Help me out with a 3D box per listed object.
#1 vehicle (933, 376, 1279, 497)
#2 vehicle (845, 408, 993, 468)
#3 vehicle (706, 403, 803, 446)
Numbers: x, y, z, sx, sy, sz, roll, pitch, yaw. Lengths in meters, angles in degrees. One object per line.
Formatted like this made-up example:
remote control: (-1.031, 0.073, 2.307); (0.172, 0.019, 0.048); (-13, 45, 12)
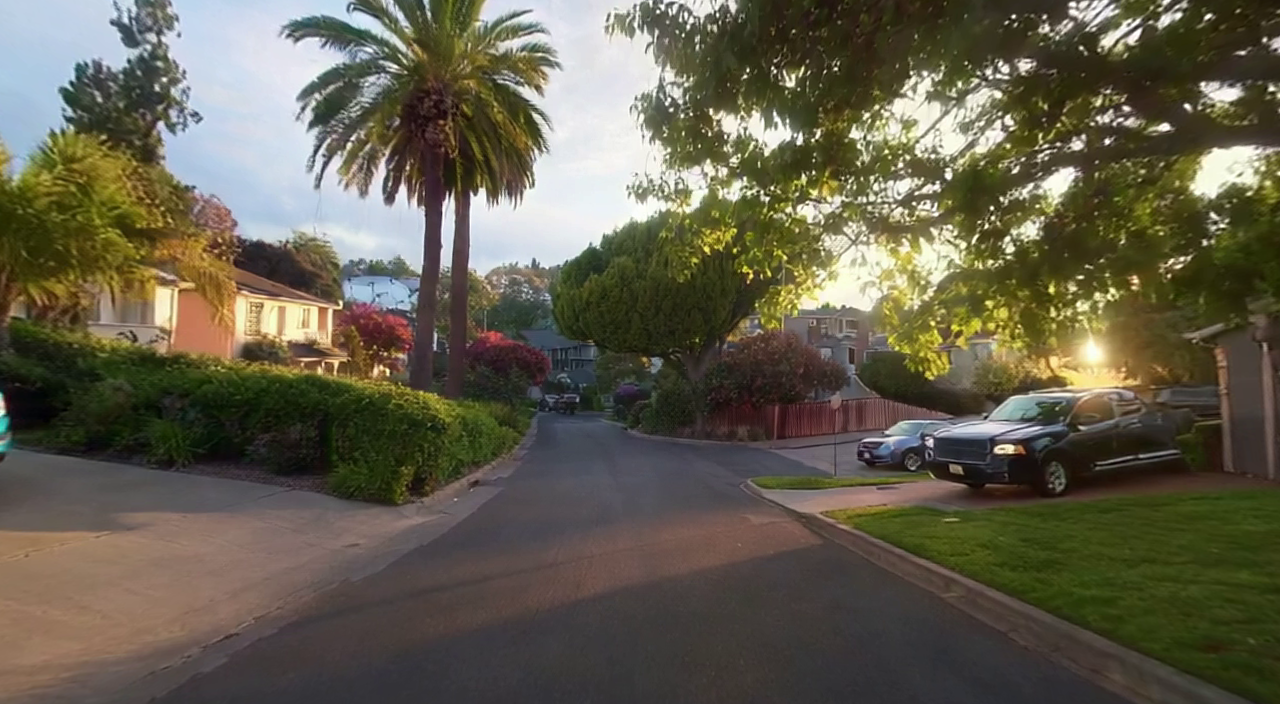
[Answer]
vehicle: (9.967, 1.826, 13.501); (6.615, 2.137, 2.578); (3, -9, -19)
vehicle: (10.223, 3.151, 23.186); (4.443, 1.948, 2.230); (1, -9, -17)
vehicle: (7.021, 4.501, 38.432); (5.663, 1.913, 2.170); (9, -14, -26)
